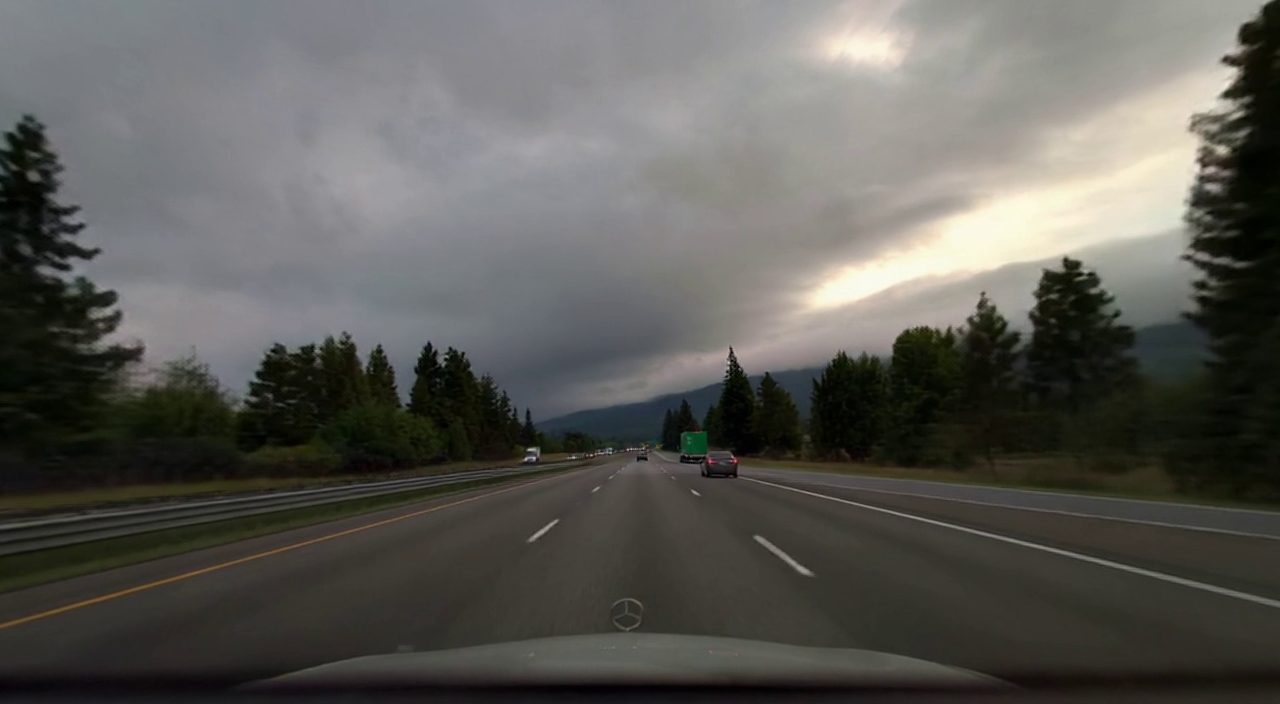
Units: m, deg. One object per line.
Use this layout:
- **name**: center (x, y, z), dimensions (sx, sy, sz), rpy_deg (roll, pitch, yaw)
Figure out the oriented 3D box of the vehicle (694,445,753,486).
- **vehicle**: center (3.577, 4.927, 27.673), dimensions (2.019, 1.601, 3.953), rpy_deg (0, -9, -1)
